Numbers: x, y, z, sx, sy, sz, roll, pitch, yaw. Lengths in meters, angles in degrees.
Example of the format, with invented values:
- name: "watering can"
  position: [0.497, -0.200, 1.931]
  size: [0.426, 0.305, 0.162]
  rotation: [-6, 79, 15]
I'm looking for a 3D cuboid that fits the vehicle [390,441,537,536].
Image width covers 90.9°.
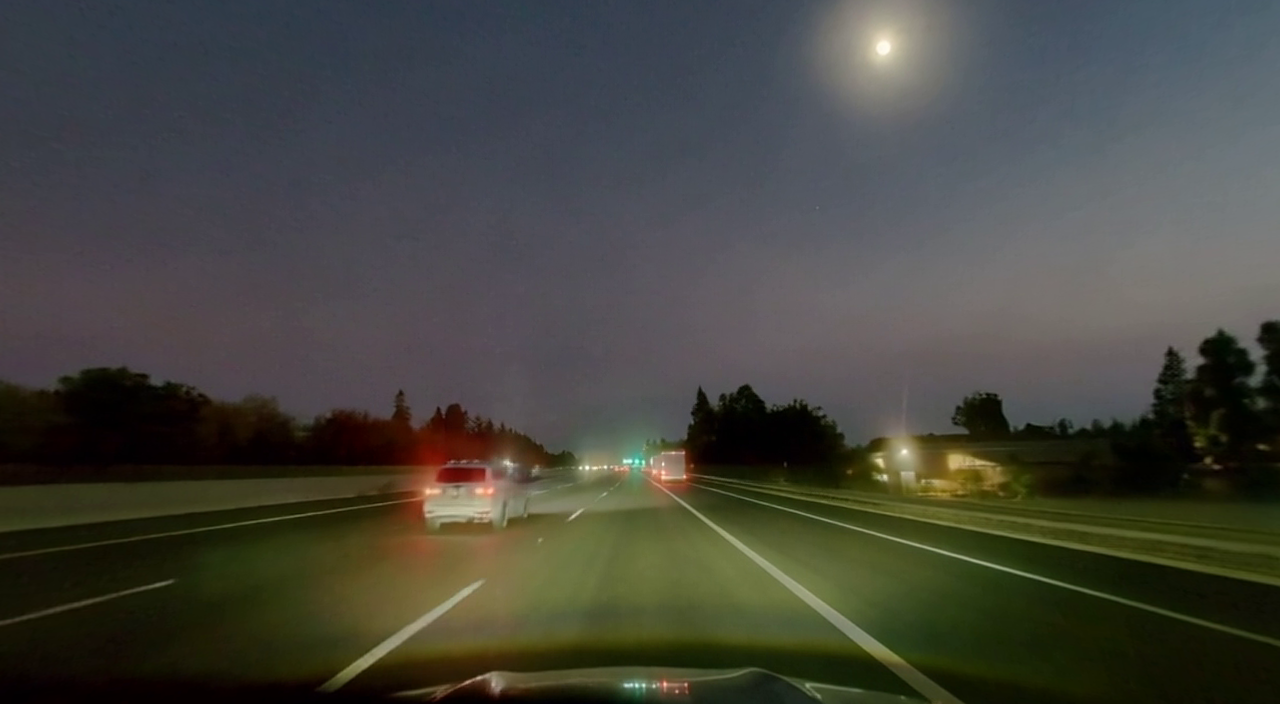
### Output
- name: "vehicle"
  position: [-3.898, 3.153, 14.970]
  size: [2.036, 1.835, 4.888]
  rotation: [1, -10, 0]
